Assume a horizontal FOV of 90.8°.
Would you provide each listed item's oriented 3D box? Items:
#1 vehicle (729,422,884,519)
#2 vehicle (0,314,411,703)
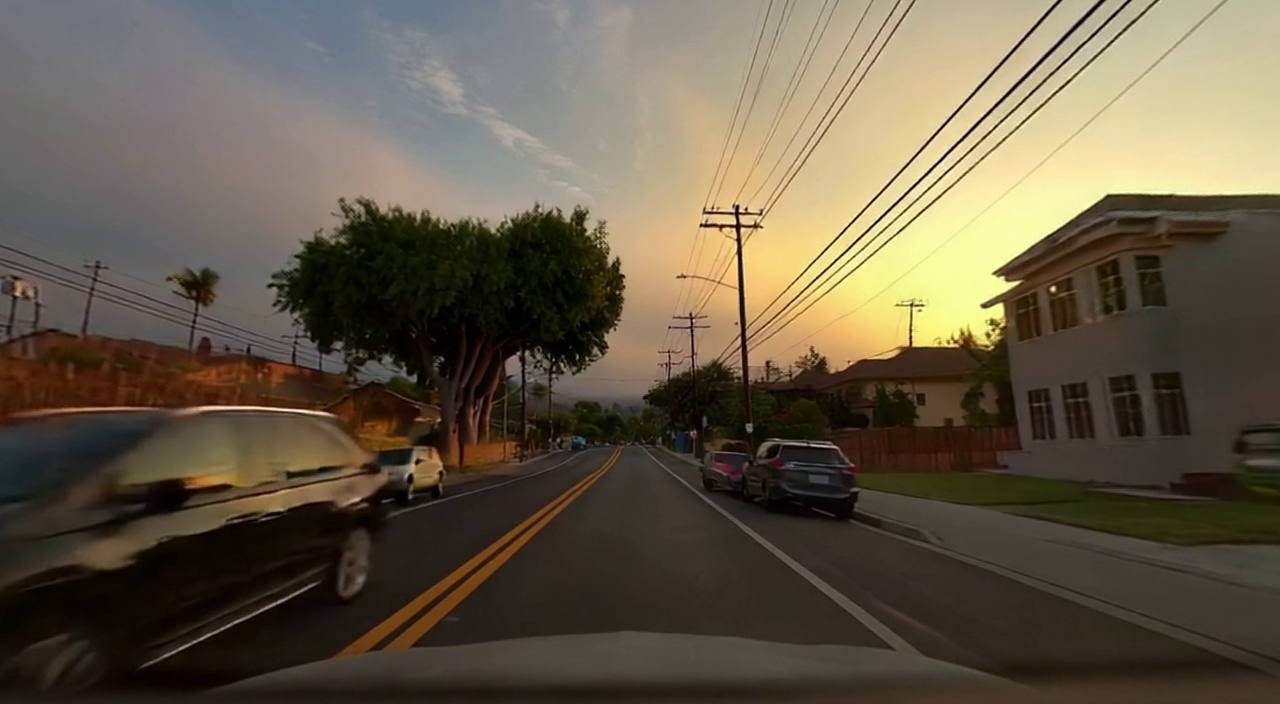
[{"bbox_3d":[3.393,2.538,14.034,2.031,1.762,4.749,0,-8,-1],"label":"vehicle"},{"bbox_3d":[-3.469,1.042,4.005,2.210,1.838,4.854,0,-8,0],"label":"vehicle"}]
